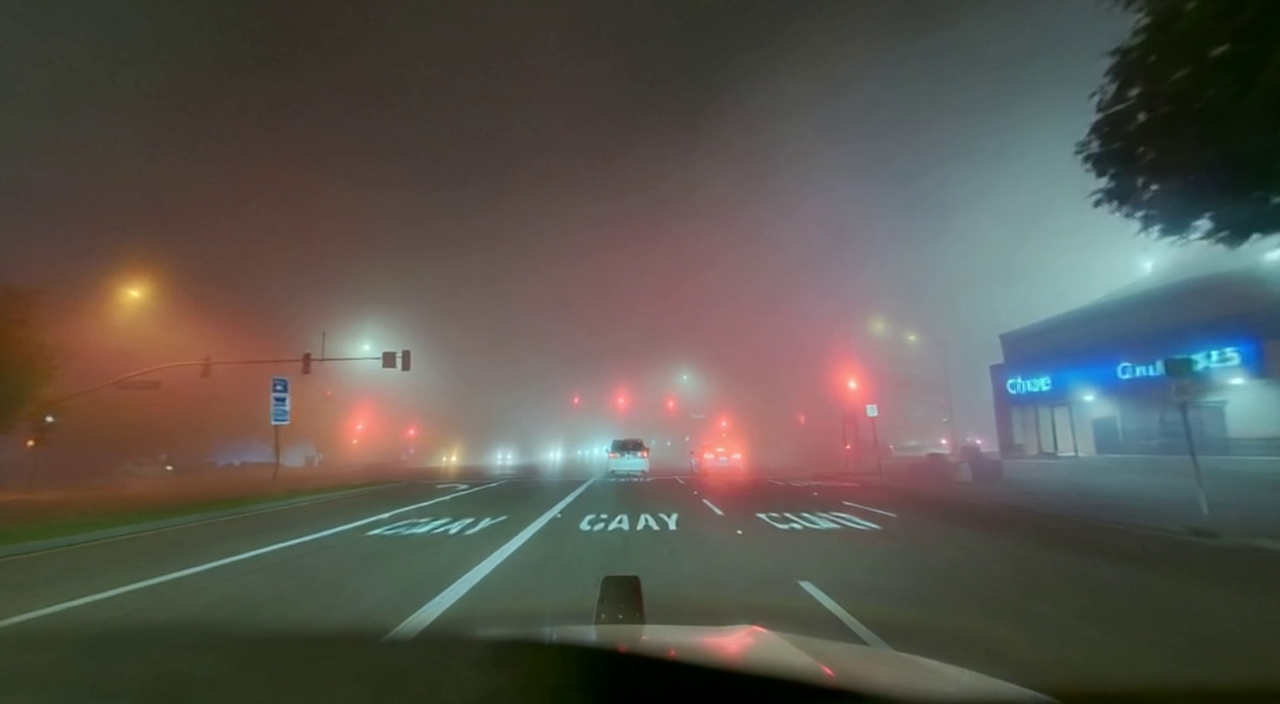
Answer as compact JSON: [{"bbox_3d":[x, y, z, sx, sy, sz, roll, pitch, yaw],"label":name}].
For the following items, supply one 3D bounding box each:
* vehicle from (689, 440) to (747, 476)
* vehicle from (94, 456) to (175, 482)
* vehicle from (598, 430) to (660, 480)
[{"bbox_3d":[3.467,4.823,28.925,2.080,1.472,4.401,0,-9,-1],"label":"vehicle"},{"bbox_3d":[-39.599,9.138,49.557,4.610,1.691,2.034,-3,-8,-2],"label":"vehicle"},{"bbox_3d":[-0.416,4.204,25.979,2.313,1.860,4.319,0,-9,0],"label":"vehicle"}]
